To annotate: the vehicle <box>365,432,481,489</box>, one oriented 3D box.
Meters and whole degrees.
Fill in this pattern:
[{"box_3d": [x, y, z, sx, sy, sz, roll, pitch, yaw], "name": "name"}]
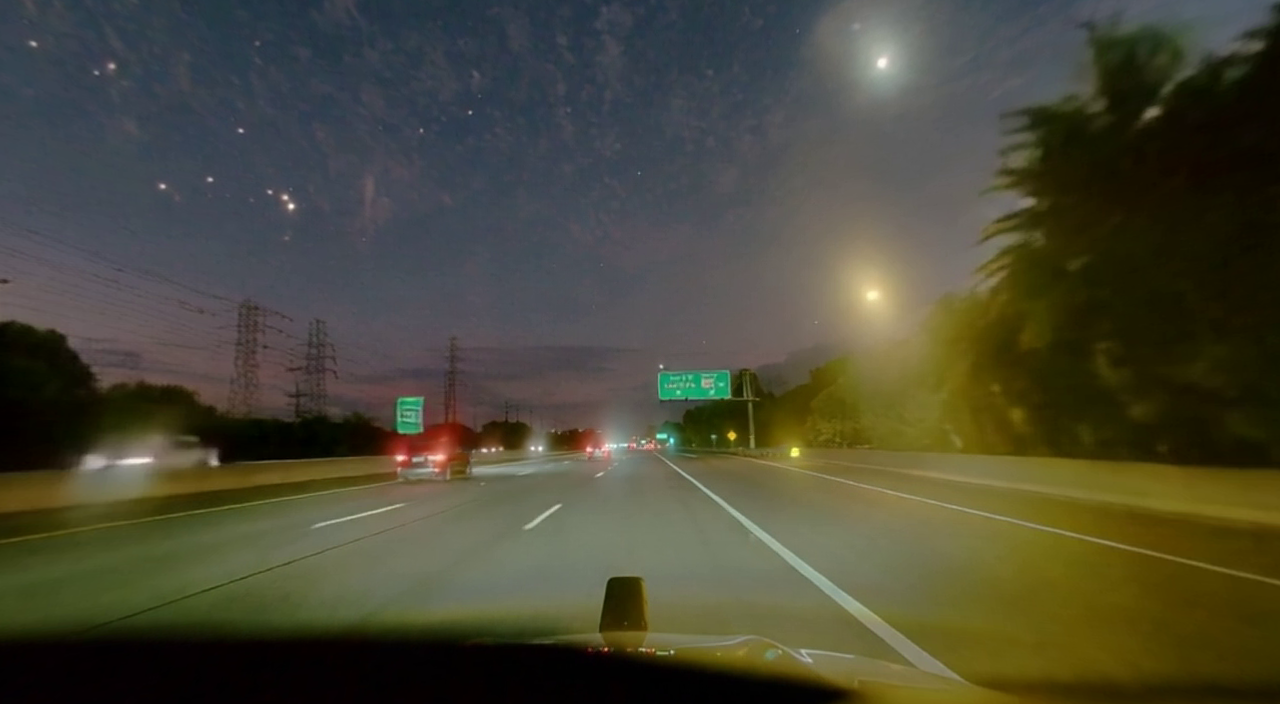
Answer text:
[{"box_3d": [-7.153, 3.641, 21.417, 2.118, 1.696, 4.836, 0, -9, 1], "name": "vehicle"}]
